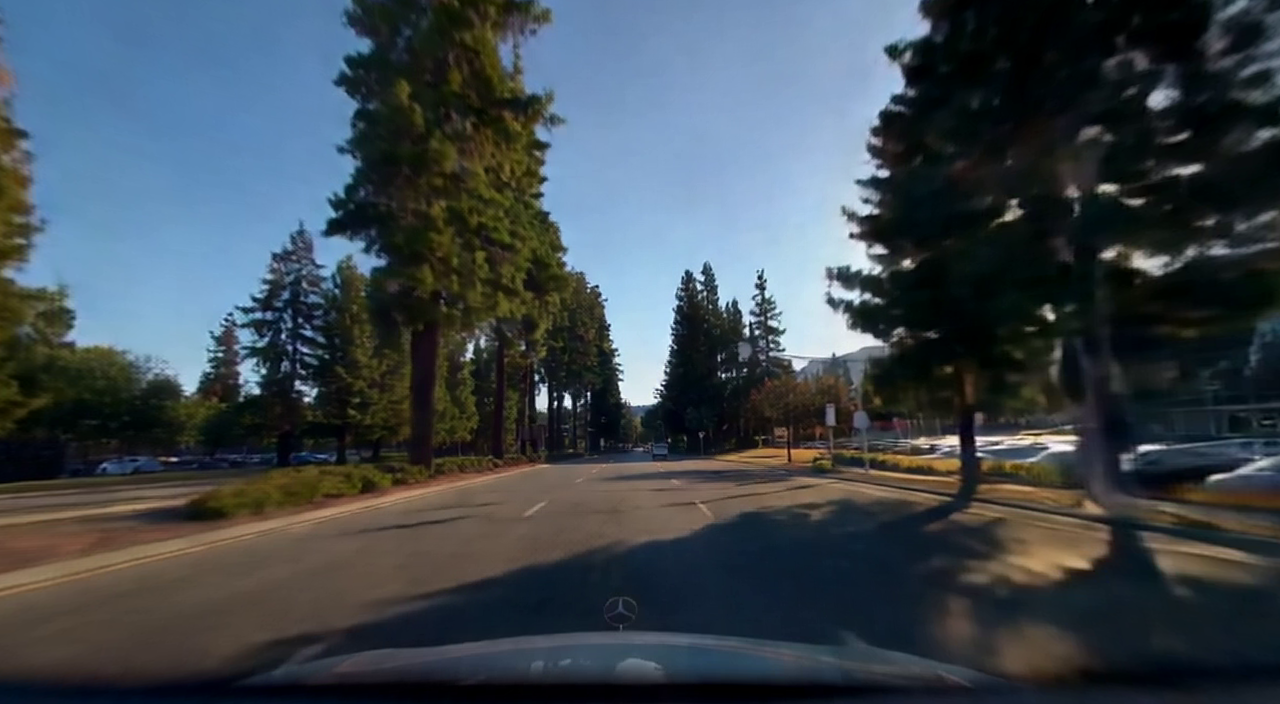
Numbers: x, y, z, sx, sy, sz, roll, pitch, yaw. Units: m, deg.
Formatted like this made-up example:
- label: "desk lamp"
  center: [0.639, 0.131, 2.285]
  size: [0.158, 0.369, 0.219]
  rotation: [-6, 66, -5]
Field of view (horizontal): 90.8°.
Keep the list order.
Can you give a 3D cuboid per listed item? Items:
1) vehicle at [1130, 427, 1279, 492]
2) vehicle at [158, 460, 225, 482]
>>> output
- label: "vehicle"
  center: [17.432, 3.154, 18.653]
  size: [4.199, 1.775, 1.943]
  rotation: [0, -8, 2]
- label: "vehicle"
  center: [-35.379, 9.391, 49.895]
  size: [4.028, 1.534, 1.716]
  rotation: [-3, -9, 3]
